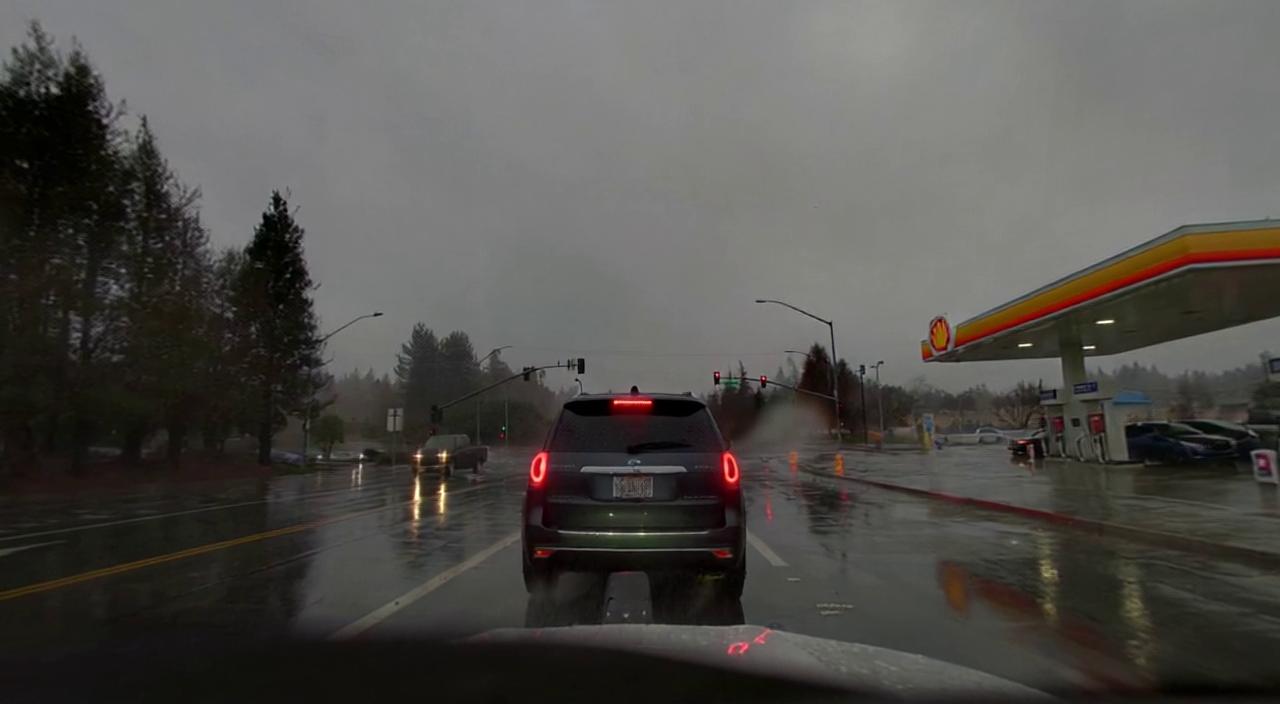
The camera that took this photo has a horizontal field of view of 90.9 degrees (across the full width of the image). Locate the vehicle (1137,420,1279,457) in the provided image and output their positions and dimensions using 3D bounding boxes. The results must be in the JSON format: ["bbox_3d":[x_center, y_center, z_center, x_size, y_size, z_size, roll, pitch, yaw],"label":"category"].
[{"bbox_3d":[25.947,3.968,28.777,4.551,1.616,1.973,-2,-9,11],"label":"vehicle"}]

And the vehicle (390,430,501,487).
[{"bbox_3d":[-6.641,3.709,22.179,2.065,1.753,4.525,-1,-9,6],"label":"vehicle"}]

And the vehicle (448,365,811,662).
[{"bbox_3d":[0.016,1.316,6.132,2.236,1.819,4.291,-1,-9,3],"label":"vehicle"}]
